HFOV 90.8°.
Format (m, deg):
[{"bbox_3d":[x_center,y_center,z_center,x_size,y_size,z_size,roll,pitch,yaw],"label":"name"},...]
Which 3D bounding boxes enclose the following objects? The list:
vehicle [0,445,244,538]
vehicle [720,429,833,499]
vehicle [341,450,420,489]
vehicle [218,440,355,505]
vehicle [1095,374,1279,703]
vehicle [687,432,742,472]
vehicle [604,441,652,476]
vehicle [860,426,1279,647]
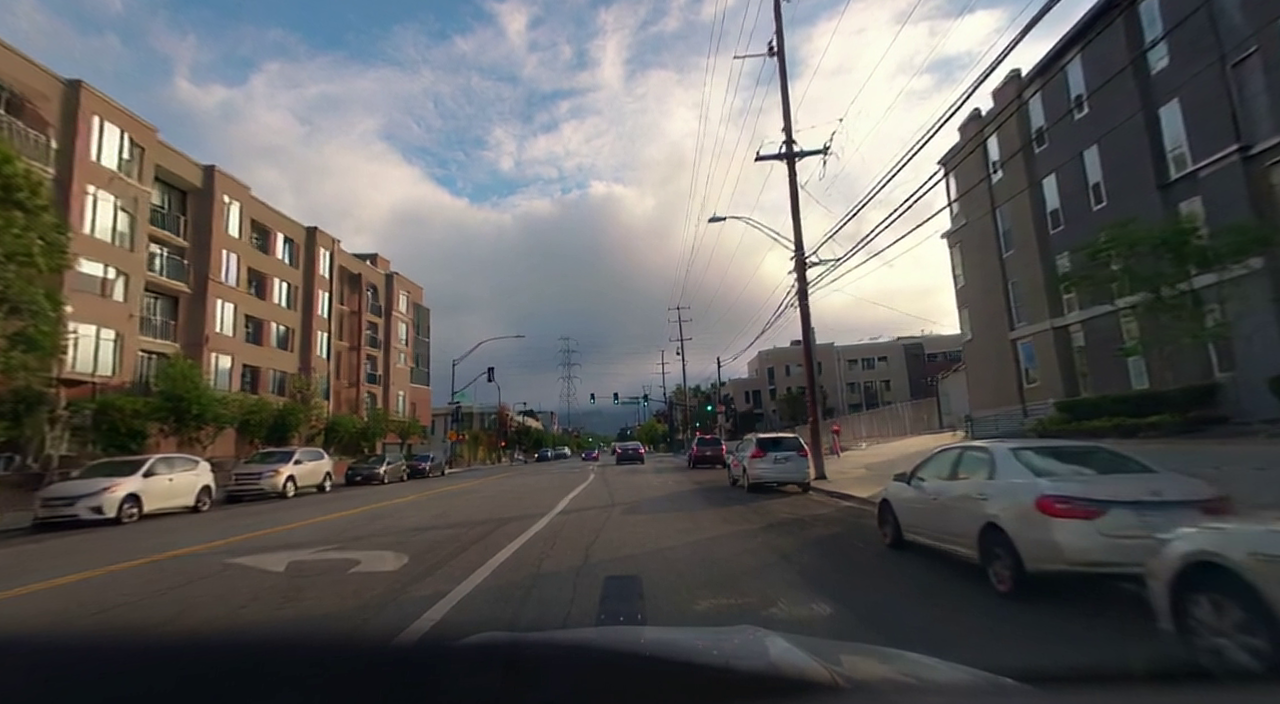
[{"bbox_3d":[-11.805,3.088,14.762,2.039,1.781,4.536,0,-8,1],"label":"vehicle"},{"bbox_3d":[3.791,3.213,18.520,2.186,1.764,4.470,0,-8,-2],"label":"vehicle"},{"bbox_3d":[-11.864,5.375,29.177,2.004,1.526,3.807,-2,-8,1],"label":"vehicle"},{"bbox_3d":[-11.788,4.001,21.562,1.997,1.918,4.736,0,-8,-1],"label":"vehicle"},{"bbox_3d":[3.962,0.738,1.503,1.973,1.660,5.031,0,-8,0],"label":"vehicle"},{"bbox_3d":[3.892,5.343,33.942,2.248,1.945,5.011,0,-8,-1],"label":"vehicle"},{"bbox_3d":[-0.484,4.756,28.521,2.019,1.453,4.129,0,-8,1],"label":"vehicle"},{"bbox_3d":[4.067,1.578,6.575,1.956,1.489,4.441,0,-8,0],"label":"vehicle"}]
